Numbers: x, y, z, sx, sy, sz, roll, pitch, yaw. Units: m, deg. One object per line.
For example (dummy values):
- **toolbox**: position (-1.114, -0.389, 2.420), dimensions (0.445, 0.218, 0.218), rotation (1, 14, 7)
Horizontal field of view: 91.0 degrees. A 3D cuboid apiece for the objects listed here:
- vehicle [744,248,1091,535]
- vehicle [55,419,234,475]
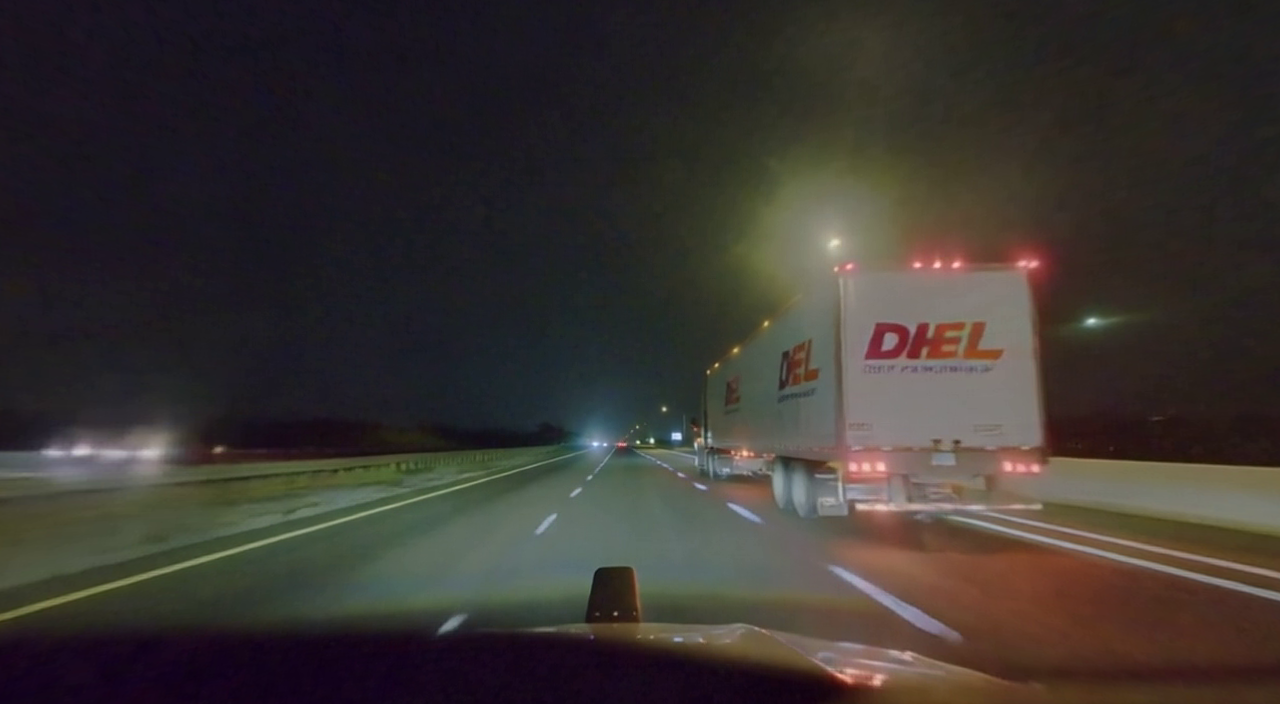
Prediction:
- **vehicle**: position (4.428, 1.056, 12.718), dimensions (2.880, 3.918, 8.254), rotation (0, -8, -2)
- **vehicle**: position (-15.126, 2.942, 19.647), dimensions (1.880, 1.528, 4.663), rotation (0, -8, -2)
